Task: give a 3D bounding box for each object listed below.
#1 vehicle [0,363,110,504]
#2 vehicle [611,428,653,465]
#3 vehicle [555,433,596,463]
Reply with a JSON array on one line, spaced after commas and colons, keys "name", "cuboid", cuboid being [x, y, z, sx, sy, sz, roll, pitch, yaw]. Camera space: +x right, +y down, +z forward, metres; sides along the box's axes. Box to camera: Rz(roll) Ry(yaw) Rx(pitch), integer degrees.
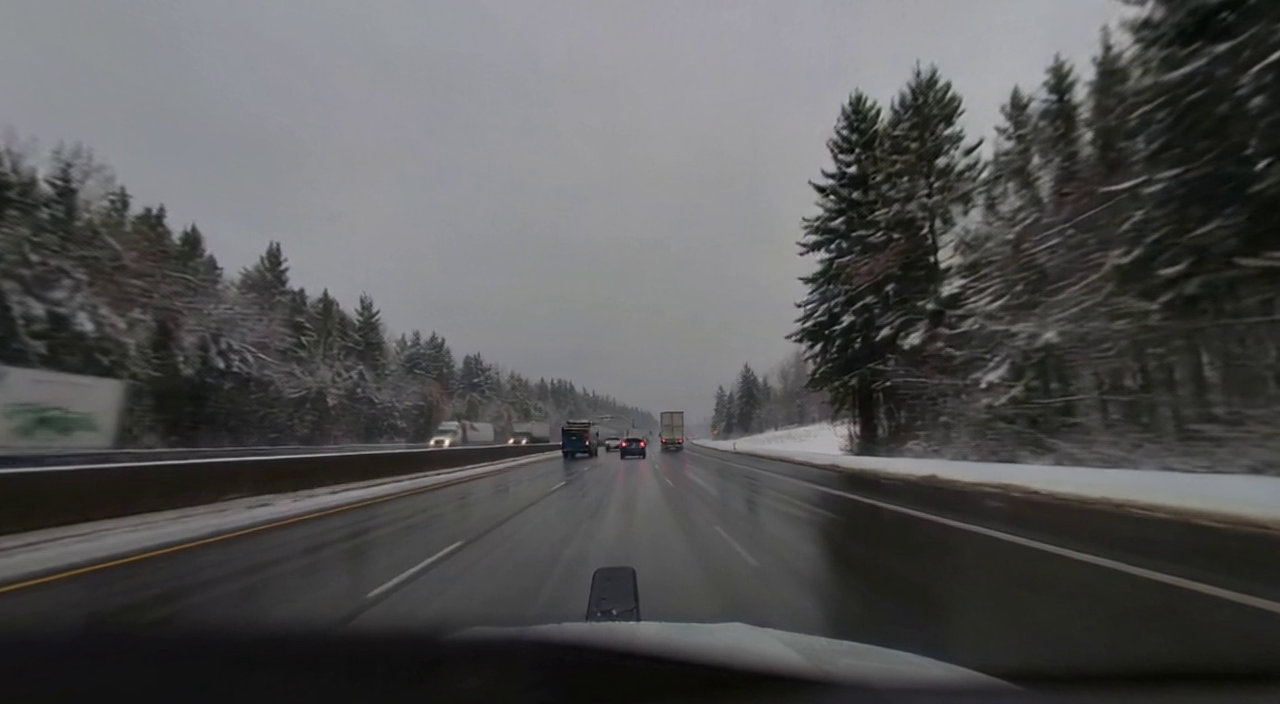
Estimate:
[{"name": "vehicle", "cuboid": [-20.238, 1.896, 14.980, 2.960, 4.073, 14.112, 0, -8, 0]}, {"name": "vehicle", "cuboid": [-0.467, 5.398, 35.952, 2.211, 1.933, 4.315, 0, -8, -1]}, {"name": "vehicle", "cuboid": [-3.990, 6.081, 39.802, 2.047, 1.757, 4.183, -1, -8, 1]}]
